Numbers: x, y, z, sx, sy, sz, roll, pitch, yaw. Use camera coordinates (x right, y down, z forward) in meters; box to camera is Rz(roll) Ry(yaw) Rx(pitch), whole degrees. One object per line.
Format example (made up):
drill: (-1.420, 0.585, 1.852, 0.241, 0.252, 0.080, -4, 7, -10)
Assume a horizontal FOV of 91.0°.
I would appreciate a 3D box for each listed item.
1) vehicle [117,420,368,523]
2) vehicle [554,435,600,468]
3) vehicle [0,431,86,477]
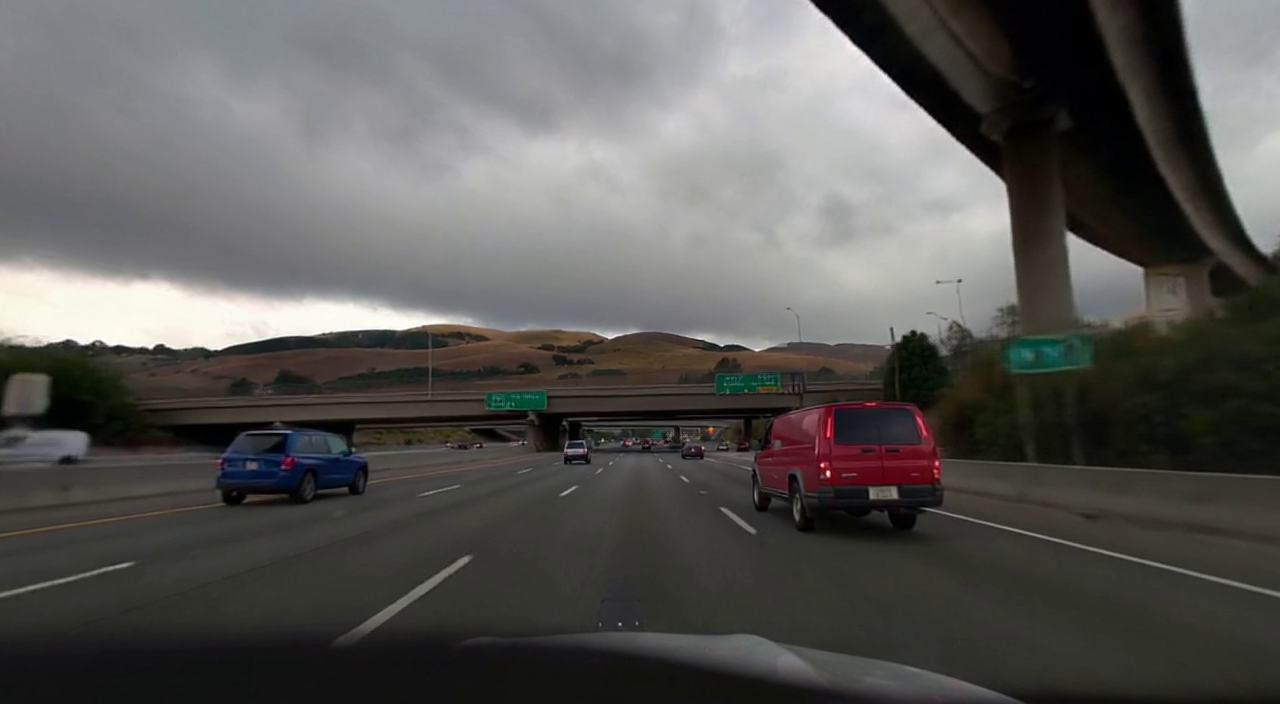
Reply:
vehicle: (-7.683, 2.354, 12.933, 2.092, 1.712, 4.627, 0, -9, 0)
vehicle: (-3.691, 5.918, 37.586, 2.144, 1.847, 4.850, 0, -8, 1)
vehicle: (-30.084, 4.801, 29.779, 2.289, 2.053, 5.948, 0, -9, 1)
